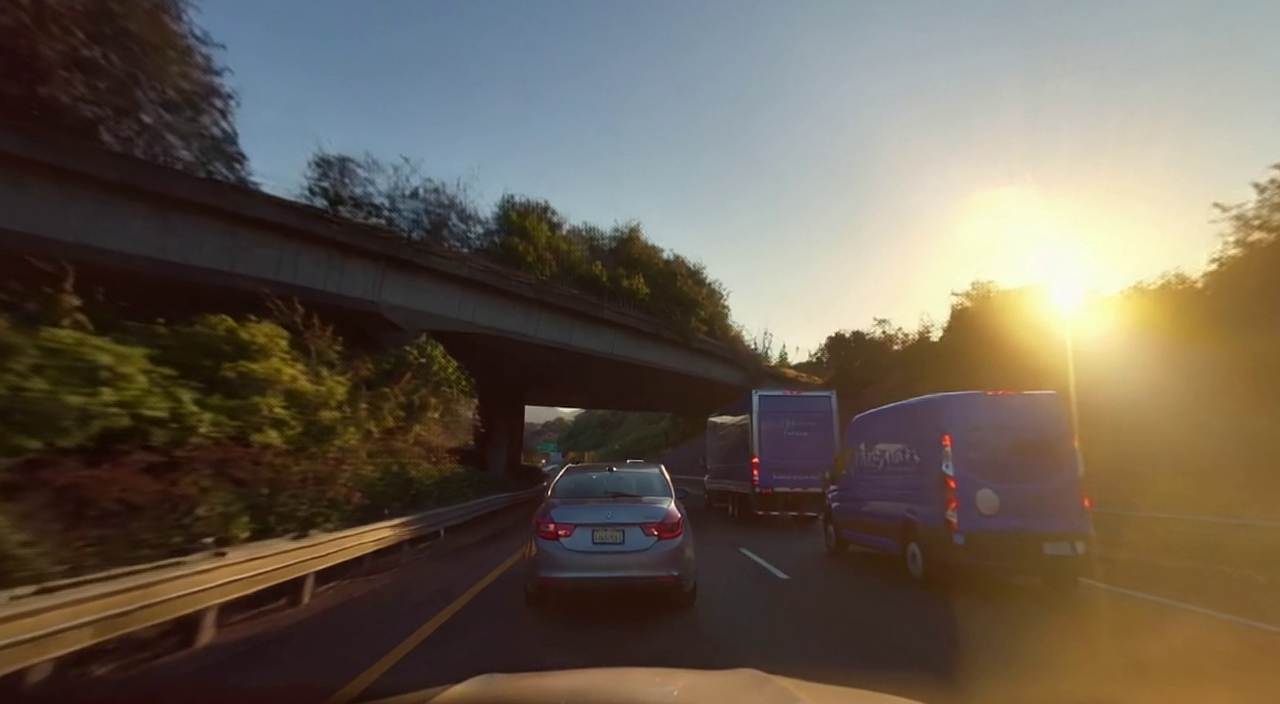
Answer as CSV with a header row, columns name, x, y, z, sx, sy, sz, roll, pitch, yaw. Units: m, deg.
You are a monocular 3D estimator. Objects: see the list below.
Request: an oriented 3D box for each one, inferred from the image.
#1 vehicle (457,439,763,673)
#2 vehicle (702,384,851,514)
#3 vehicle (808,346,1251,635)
name,x,y,z,sx,sy,sz,roll,pitch,yaw
vehicle,-0.241,1.660,5.891,1.980,1.493,3.410,1,-11,-2
vehicle,4.774,4.030,25.228,2.936,3.972,11.144,1,-11,-3
vehicle,4.151,1.697,8.318,2.328,2.537,5.290,1,-11,-1
